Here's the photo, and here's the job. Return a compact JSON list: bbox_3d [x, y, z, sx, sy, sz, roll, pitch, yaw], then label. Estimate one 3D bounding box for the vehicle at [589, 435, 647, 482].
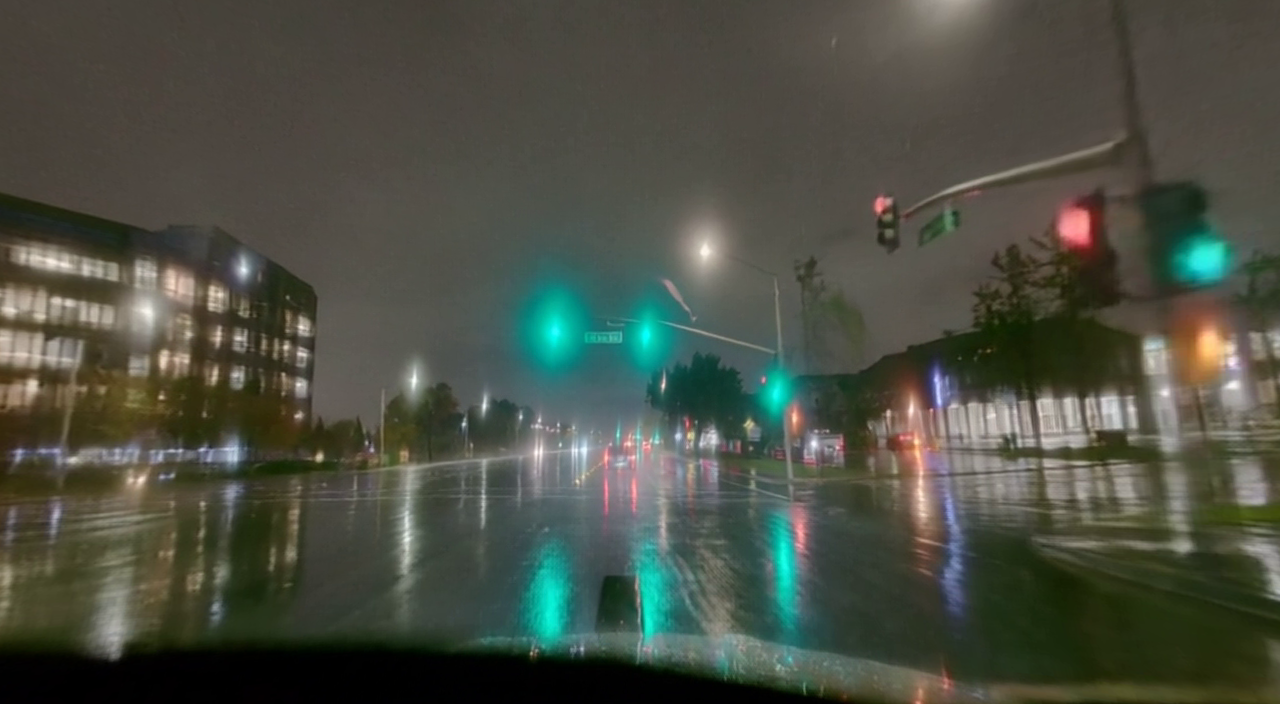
[{"bbox_3d":[-0.844,4.210,25.187,2.130,1.711,4.038,0,-8,-2],"label":"vehicle"}]
